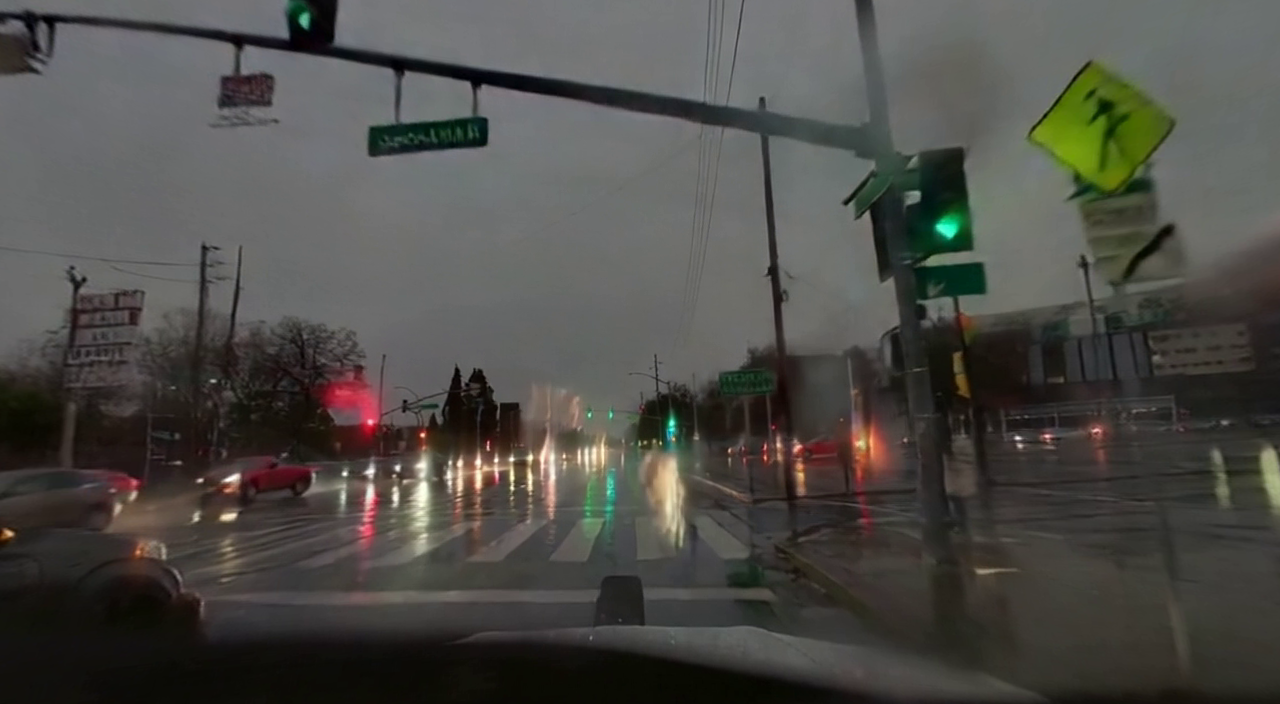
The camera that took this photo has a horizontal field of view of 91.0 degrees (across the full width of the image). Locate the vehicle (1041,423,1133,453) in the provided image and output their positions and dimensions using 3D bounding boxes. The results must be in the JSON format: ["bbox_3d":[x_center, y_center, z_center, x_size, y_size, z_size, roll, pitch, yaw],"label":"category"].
[{"bbox_3d":[27.656,5.391,39.148,2.083,1.668,4.638,-1,-10,-3],"label":"vehicle"}]

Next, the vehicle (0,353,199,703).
[{"bbox_3d":[-3.316,0.652,0.924,2.042,1.673,4.516,0,-9,0],"label":"vehicle"}]

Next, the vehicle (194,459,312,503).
[{"bbox_3d":[-15.323,5.117,25.263,1.979,1.507,4.226,0,-9,1],"label":"vehicle"}]

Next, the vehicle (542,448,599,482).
[{"bbox_3d":[-3.254,5.378,30.287,2.147,1.472,4.406,0,-9,1],"label":"vehicle"}]

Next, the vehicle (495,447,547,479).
[{"bbox_3d":[-6.478,6.074,34.754,2.012,1.664,3.917,0,-9,1],"label":"vehicle"}]

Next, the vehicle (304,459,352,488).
[{"bbox_3d":[-18.964,7.327,38.154,1.964,1.569,4.256,6,-10,-34],"label":"vehicle"}]

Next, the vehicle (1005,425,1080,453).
[{"bbox_3d":[24.730,5.402,38.833,1.690,1.559,3.521,5,-11,-18],"label":"vehicle"}]

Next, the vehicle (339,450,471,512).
[{"bbox_3d":[-6.505,3.591,18.079,1.960,1.479,4.654,0,-9,0],"label":"vehicle"}]
